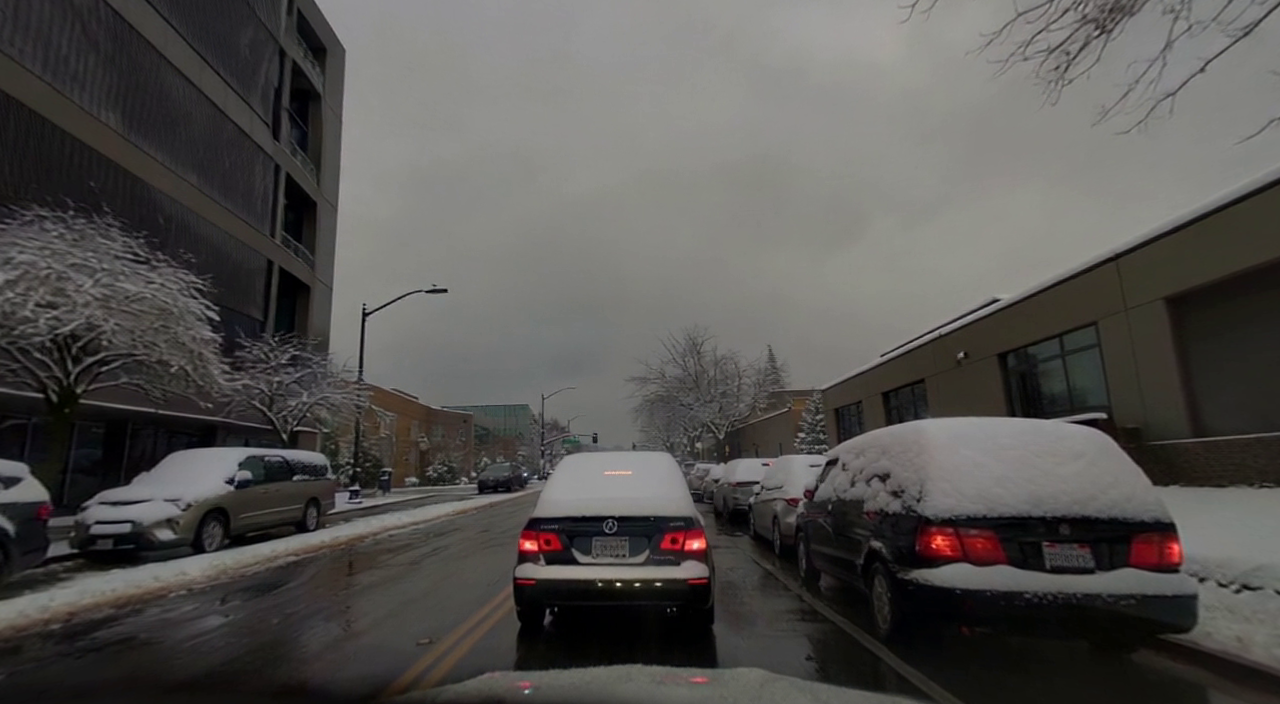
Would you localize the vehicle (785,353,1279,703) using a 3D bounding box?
[{"bbox_3d":[2.713,1.371,5.312,1.868,1.920,4.501,1,-10,0],"label":"vehicle"}]

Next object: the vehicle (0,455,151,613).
[{"bbox_3d":[-6.968,1.631,5.522,1.900,1.471,4.202,1,-10,0],"label":"vehicle"}]

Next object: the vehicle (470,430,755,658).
[{"bbox_3d":[-0.175,1.705,6.381,2.018,1.583,3.646,1,-10,1],"label":"vehicle"}]

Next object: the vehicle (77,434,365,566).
[{"bbox_3d":[-6.826,2.541,11.059,1.994,1.701,4.520,-3,-12,-1],"label":"vehicle"}]
